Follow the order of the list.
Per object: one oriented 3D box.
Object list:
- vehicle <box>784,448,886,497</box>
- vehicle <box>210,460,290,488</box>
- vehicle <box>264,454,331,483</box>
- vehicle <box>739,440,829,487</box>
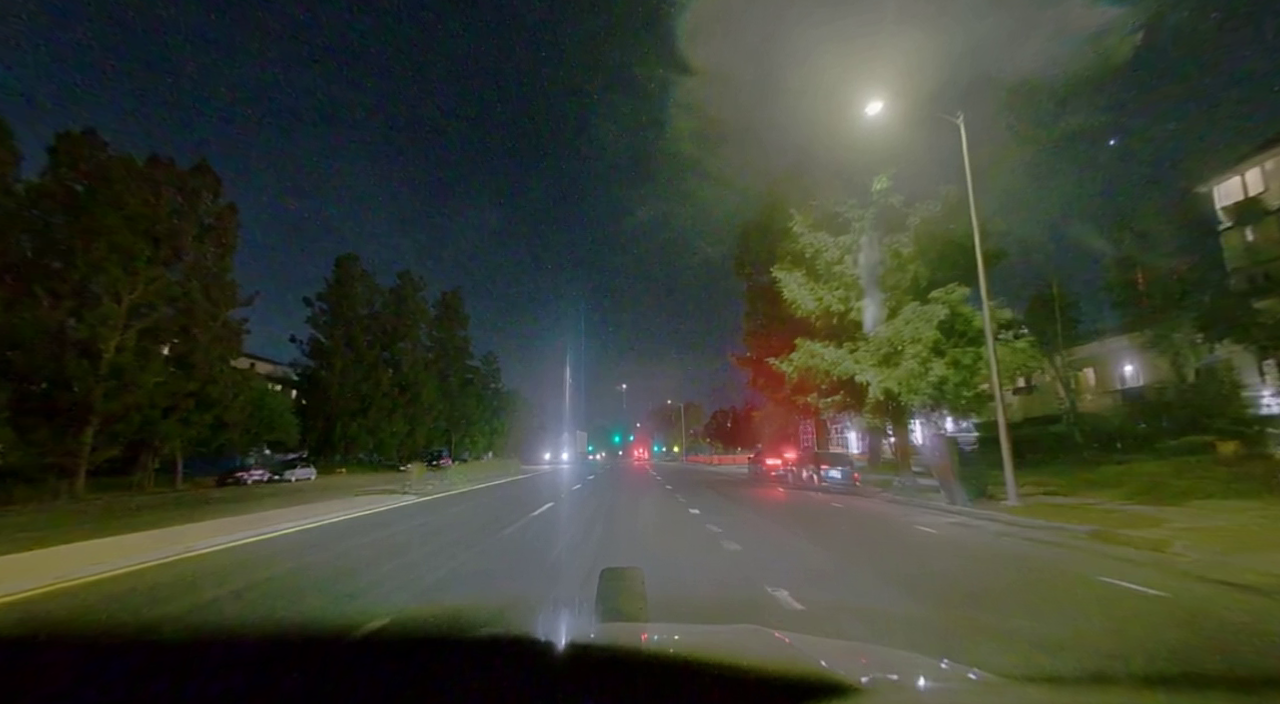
[{"bbox_3d":[6.439,4.007,21.340,1.860,1.467,4.576,0,-8,-2],"label":"vehicle"},{"bbox_3d":[-22.985,7.168,37.196,1.862,1.458,4.701,0,-8,-2],"label":"vehicle"},{"bbox_3d":[-23.006,7.820,42.424,2.006,1.755,4.476,0,-8,-1],"label":"vehicle"},{"bbox_3d":[6.313,4.977,28.606,2.513,1.890,6.666,0,-8,0],"label":"vehicle"}]
